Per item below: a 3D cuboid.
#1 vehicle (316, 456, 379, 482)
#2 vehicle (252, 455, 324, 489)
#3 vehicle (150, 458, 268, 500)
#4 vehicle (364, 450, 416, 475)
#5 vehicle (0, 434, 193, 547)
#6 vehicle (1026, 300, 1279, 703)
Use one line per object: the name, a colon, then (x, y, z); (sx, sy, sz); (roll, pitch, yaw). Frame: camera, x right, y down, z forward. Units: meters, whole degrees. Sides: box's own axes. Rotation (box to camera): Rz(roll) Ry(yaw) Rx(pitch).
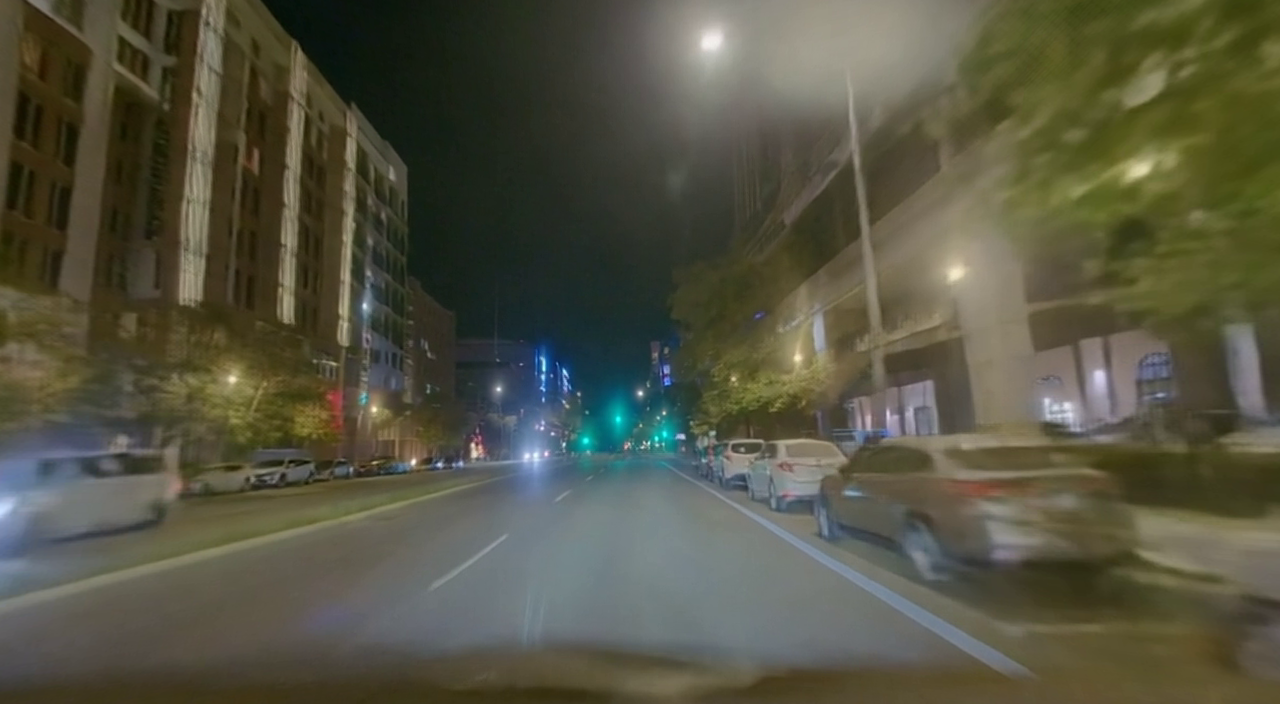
vehicle: (-18.392, 7.335, 39.930); (1.900, 1.427, 4.398); (0, -8, 0)
vehicle: (-18.186, 6.181, 32.835); (1.760, 1.566, 3.664); (0, -8, -3)
vehicle: (-18.095, 5.315, 26.828); (1.958, 1.534, 4.428); (0, -8, -1)
vehicle: (-18.446, 8.157, 46.904); (1.796, 1.712, 5.268); (0, -8, -1)
vehicle: (-11.118, 2.430, 11.648); (2.127, 1.752, 4.889); (0, -8, 0)
vehicle: (3.356, 0.557, 1.101); (1.906, 1.857, 5.454); (0, -8, 0)
